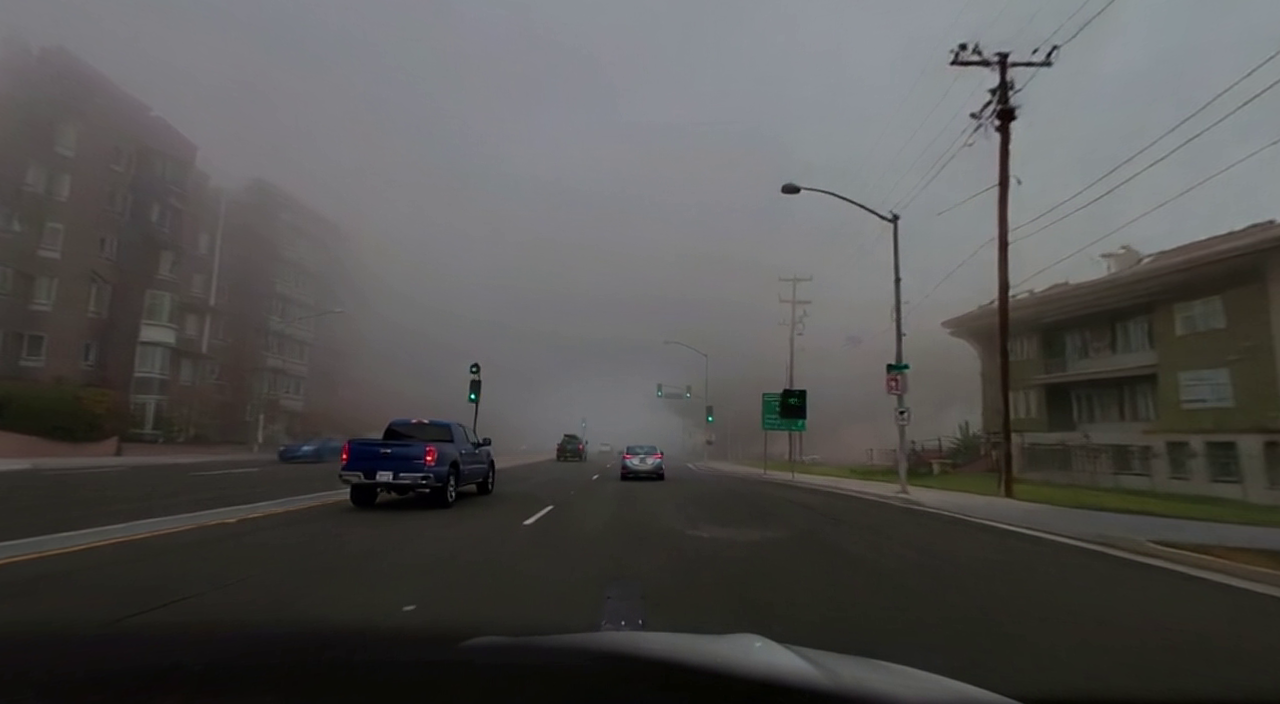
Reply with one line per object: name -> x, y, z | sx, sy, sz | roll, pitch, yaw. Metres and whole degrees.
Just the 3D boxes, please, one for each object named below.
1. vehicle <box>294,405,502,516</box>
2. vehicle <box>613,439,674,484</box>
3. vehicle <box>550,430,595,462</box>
vehicle -> -4.860, 2.329, 13.973 | 2.187, 1.904, 6.103 | 0, -8, 0
vehicle -> 0.140, 4.121, 23.962 | 2.122, 1.562, 4.152 | 0, -8, 0
vehicle -> -4.638, 6.648, 44.294 | 2.447, 2.062, 5.911 | 0, -8, 1
